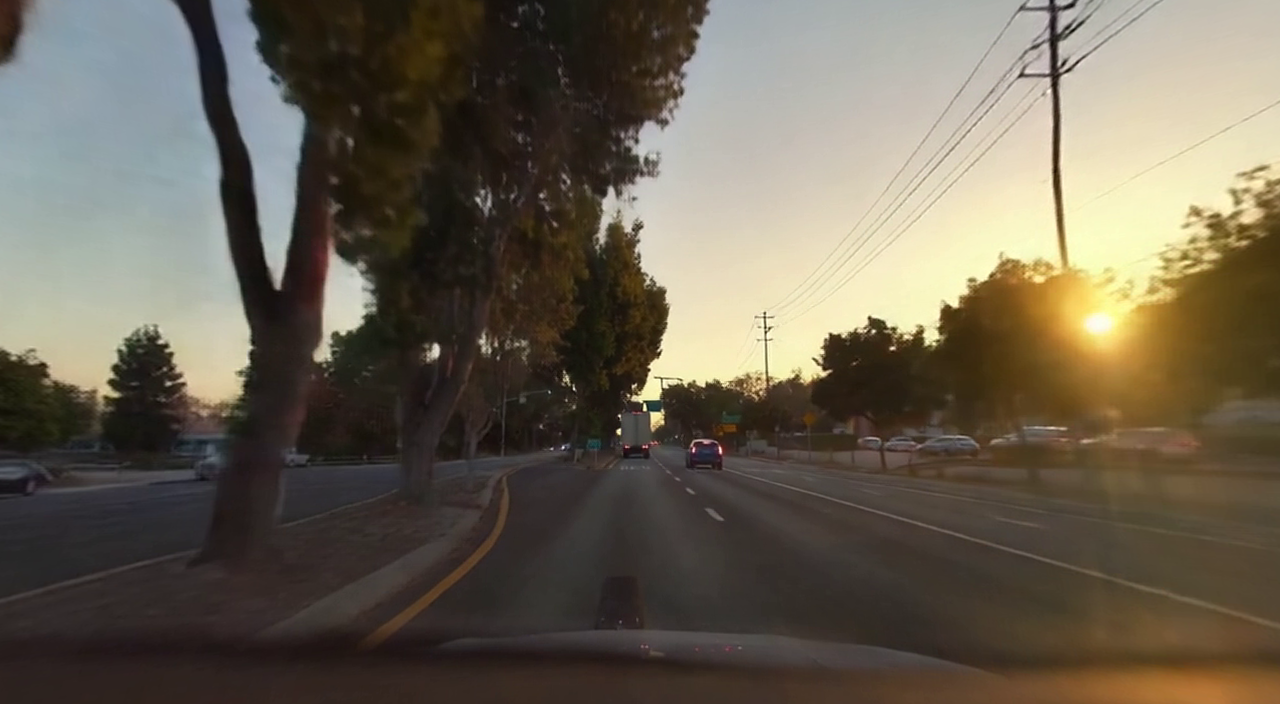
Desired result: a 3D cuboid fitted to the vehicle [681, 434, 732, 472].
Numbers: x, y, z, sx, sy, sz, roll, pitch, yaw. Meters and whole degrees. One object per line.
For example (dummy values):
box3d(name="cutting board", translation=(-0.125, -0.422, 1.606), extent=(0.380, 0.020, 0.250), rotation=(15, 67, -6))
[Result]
box3d(name="vehicle", translation=(3.428, 5.292, 33.280), extent=(2.086, 1.803, 4.607), rotation=(0, -8, -1))

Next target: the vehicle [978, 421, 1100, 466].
box3d(name="vehicle", translation=(20.649, 4.802, 33.143), extent=(2.529, 2.086, 5.902), rotation=(0, -9, 0))

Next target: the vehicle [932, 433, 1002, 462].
box3d(name="vehicle", translation=(20.695, 6.072, 40.192), extent=(1.917, 1.682, 4.575), rotation=(0, -8, -1))

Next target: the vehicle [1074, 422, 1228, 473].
box3d(name="vehicle", translation=(20.584, 3.881, 25.822), extent=(1.993, 1.854, 5.008), rotation=(0, -8, -1))

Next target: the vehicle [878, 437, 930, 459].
box3d(name="vehicle", translation=(20.406, 7.440, 49.075), extent=(2.010, 1.567, 4.519), rotation=(0, -8, -1))

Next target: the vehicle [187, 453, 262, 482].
box3d(name="vehicle", translation=(-26.236, 7.261, 40.094), extent=(2.188, 1.669, 4.546), rotation=(1, -9, -8))
